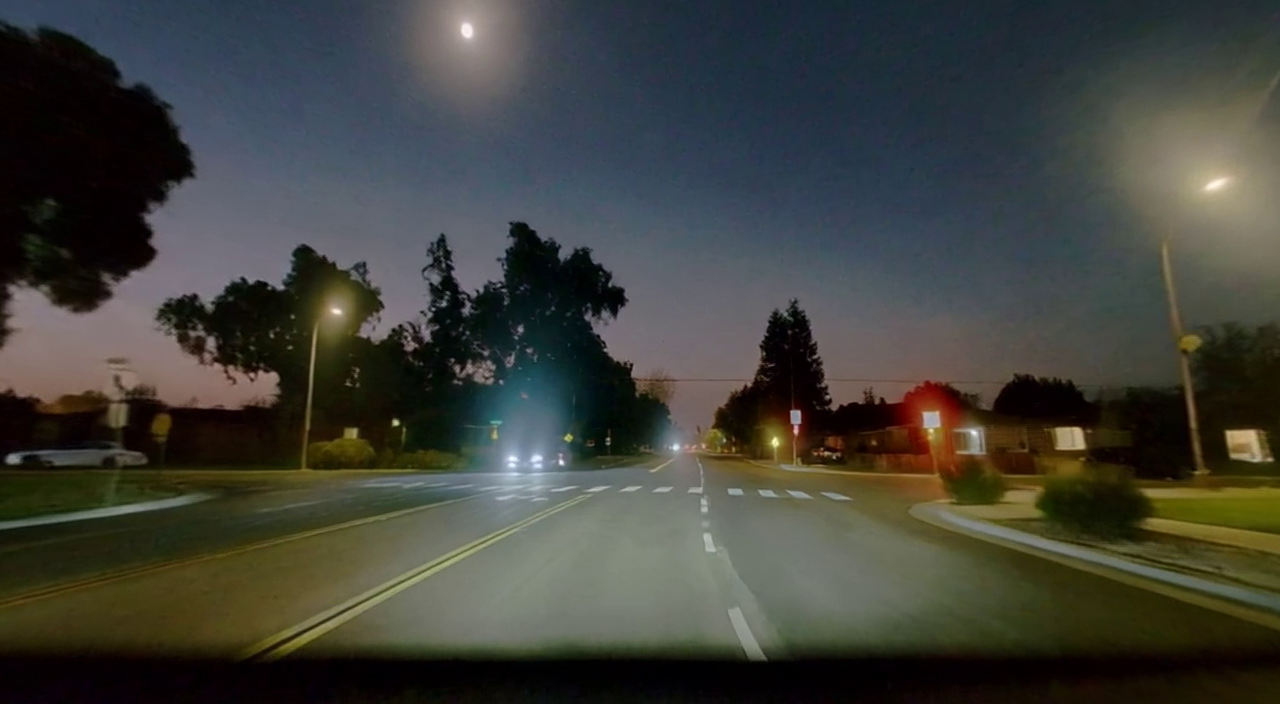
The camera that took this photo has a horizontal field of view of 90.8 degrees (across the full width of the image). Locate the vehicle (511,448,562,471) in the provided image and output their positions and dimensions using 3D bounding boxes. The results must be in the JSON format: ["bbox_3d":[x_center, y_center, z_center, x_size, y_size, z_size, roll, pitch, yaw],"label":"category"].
[{"bbox_3d":[-7.536,7.877,46.432,2.064,1.596,4.716,-2,-9,12],"label":"vehicle"}]

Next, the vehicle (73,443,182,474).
[{"bbox_3d":[-30.031,6.259,37.096,4.793,1.745,2.012,-1,-9,5],"label":"vehicle"}]

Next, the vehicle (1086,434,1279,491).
[{"bbox_3d":[20.403,4.122,23.621,5.484,1.842,2.188,-3,-10,6],"label":"vehicle"}]
